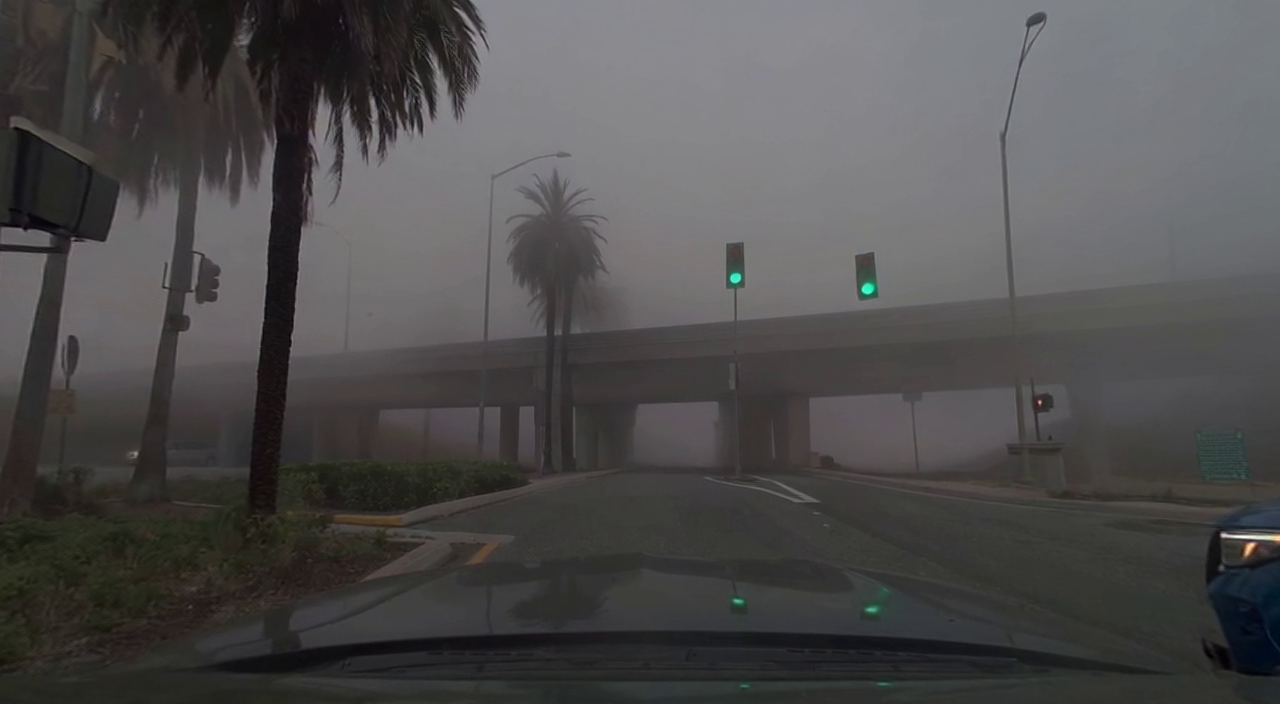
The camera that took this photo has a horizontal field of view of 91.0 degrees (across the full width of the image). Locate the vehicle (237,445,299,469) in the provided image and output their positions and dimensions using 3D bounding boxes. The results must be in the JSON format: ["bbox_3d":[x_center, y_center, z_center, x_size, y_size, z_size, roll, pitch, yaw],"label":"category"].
[{"bbox_3d":[-26.269,7.415,44.568,1.941,1.631,4.017,0,-9,0],"label":"vehicle"}]

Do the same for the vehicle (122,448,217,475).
[{"bbox_3d":[-26.563,6.169,35.754,1.830,1.443,4.551,0,-9,2],"label":"vehicle"}]

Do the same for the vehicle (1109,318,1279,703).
[{"bbox_3d":[3.446,0.521,0.795,2.028,1.770,4.737,0,-9,0],"label":"vehicle"}]
